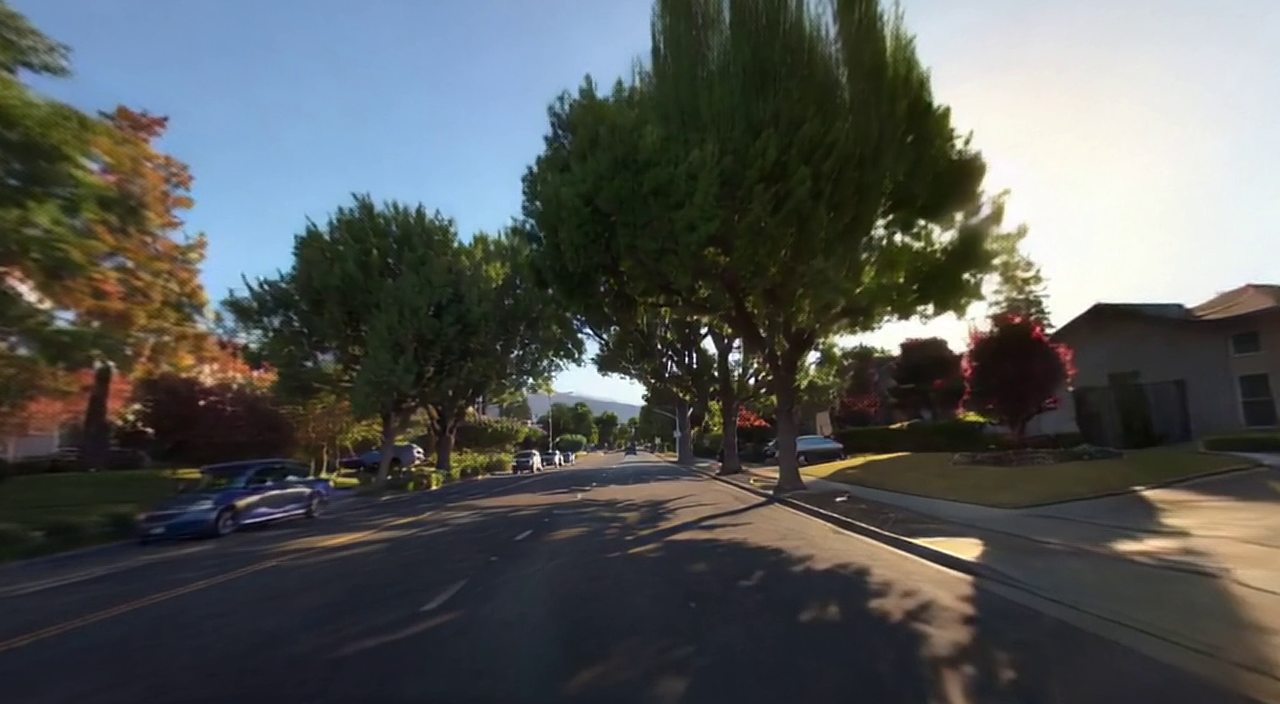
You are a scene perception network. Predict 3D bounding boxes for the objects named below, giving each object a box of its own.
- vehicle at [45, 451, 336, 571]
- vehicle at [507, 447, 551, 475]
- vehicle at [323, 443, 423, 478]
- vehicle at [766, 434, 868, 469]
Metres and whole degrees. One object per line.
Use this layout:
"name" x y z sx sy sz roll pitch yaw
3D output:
"vehicle" -7.554 2.664 11.422 1.973 1.500 4.781 -5 -9 -3
"vehicle" -7.829 7.721 45.084 2.122 1.739 4.770 -5 -8 0
"vehicle" -14.647 5.943 34.801 4.602 1.847 1.976 -1 -9 4
"vehicle" 8.899 5.009 31.974 4.535 1.697 1.968 0 -9 -1
